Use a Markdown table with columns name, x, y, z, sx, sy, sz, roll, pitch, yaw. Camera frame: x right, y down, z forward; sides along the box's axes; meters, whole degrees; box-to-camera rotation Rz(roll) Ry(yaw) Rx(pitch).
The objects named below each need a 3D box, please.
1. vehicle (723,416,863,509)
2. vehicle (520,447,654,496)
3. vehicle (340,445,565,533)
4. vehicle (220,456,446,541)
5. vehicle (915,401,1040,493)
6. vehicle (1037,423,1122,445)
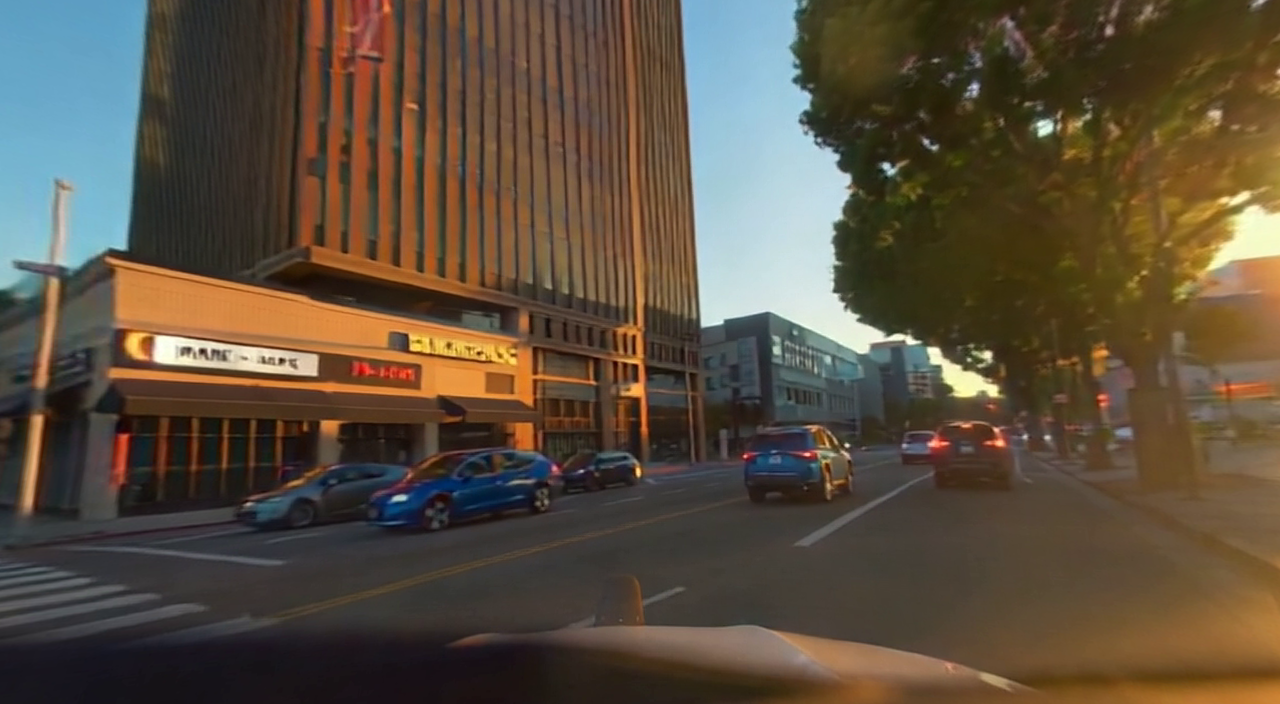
| name | x | y | z | sx | sy | sz | roll | pitch | yaw |
| --- | --- | --- | --- | --- | --- | --- | --- | --- | --- |
| vehicle | 3.537 | 2.391 | 14.033 | 2.023 | 1.702 | 4.152 | -4 | -10 | 27 |
| vehicle | -1.720 | 4.208 | 22.812 | 2.103 | 1.514 | 5.374 | -5 | -10 | 30 |
| vehicle | -3.680 | 2.742 | 13.377 | 1.857 | 1.507 | 4.504 | -5 | -10 | 29 |
| vehicle | -6.607 | 3.121 | 14.095 | 1.989 | 1.508 | 4.021 | -5 | -10 | 29 |
| vehicle | 8.620 | 2.434 | 16.220 | 2.352 | 1.953 | 4.796 | -5 | -10 | 28 |
| vehicle | 30.644 | 5.750 | 44.210 | 4.426 | 1.490 | 1.862 | -3 | -9 | 17 |
